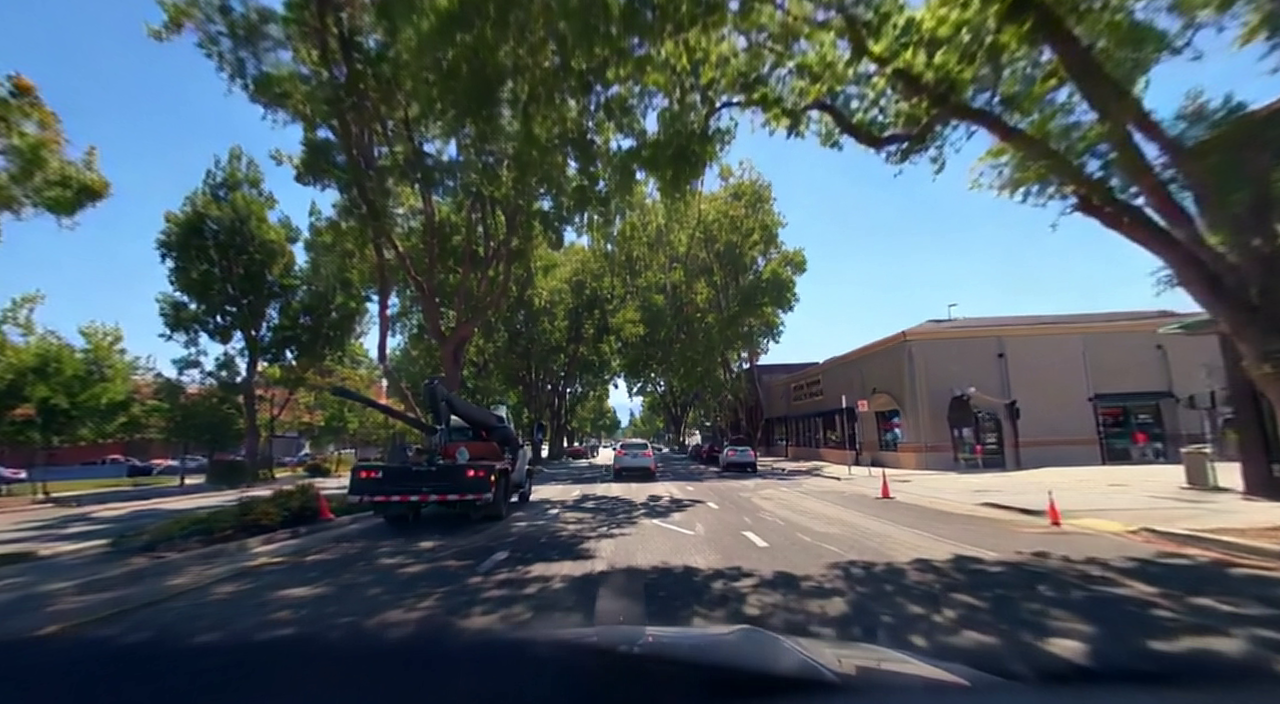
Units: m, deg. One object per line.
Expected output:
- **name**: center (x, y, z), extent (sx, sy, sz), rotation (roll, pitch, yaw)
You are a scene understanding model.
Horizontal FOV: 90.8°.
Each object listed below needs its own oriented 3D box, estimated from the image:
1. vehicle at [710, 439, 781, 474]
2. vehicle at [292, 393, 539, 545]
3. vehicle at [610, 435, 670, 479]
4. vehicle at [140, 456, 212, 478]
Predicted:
- **vehicle**: center (5.150, 5.151, 31.403), extent (2.082, 1.601, 4.451), rotation (1, -9, -10)
- **vehicle**: center (-3.537, 2.025, 11.572), extent (2.424, 2.063, 5.678), rotation (0, -8, 0)
- **vehicle**: center (-0.065, 4.563, 27.756), extent (2.413, 1.748, 4.406), rotation (0, -8, -1)
- **vehicle**: center (-34.888, 8.678, 47.698), extent (1.876, 1.470, 4.711), rotation (0, -8, 0)
